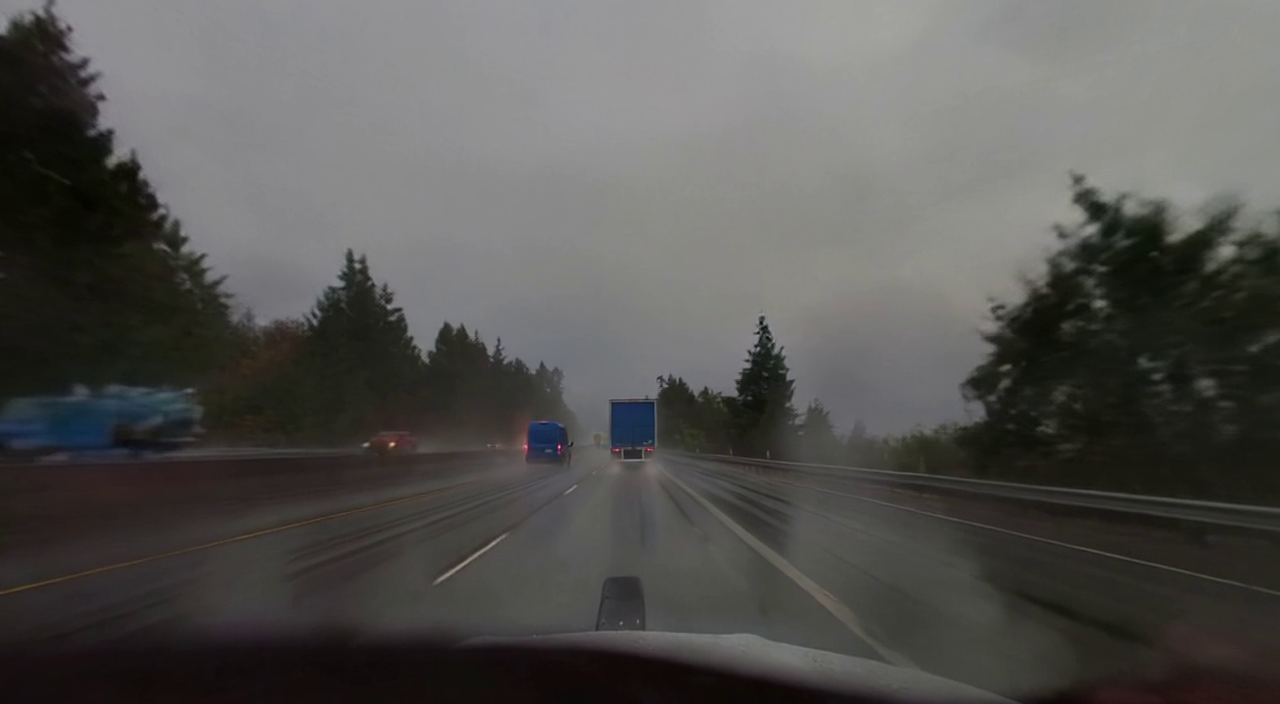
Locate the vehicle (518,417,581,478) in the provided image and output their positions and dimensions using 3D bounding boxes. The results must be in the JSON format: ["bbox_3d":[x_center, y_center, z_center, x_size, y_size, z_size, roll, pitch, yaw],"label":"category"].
[{"bbox_3d":[-4.500,4.937,32.497,2.357,2.786,6.144,0,-9,-1],"label":"vehicle"}]

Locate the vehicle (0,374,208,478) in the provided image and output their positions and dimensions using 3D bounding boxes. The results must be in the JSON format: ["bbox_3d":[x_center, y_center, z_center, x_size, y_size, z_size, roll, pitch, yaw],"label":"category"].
[{"bbox_3d":[-17.713,2.551,20.908,2.450,2.949,5.978,0,-9,0],"label":"vehicle"}]

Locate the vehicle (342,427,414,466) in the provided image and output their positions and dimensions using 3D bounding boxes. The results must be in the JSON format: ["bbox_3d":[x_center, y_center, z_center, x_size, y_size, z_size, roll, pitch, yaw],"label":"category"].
[{"bbox_3d":[-13.472,4.915,32.729,1.872,1.826,4.350,0,-9,0],"label":"vehicle"}]

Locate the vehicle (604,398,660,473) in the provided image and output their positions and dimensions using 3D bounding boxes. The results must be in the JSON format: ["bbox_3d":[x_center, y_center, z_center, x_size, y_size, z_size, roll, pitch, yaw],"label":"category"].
[{"bbox_3d":[-0.451,5.319,39.316,2.995,4.036,10.311,0,-9,0],"label":"vehicle"}]
